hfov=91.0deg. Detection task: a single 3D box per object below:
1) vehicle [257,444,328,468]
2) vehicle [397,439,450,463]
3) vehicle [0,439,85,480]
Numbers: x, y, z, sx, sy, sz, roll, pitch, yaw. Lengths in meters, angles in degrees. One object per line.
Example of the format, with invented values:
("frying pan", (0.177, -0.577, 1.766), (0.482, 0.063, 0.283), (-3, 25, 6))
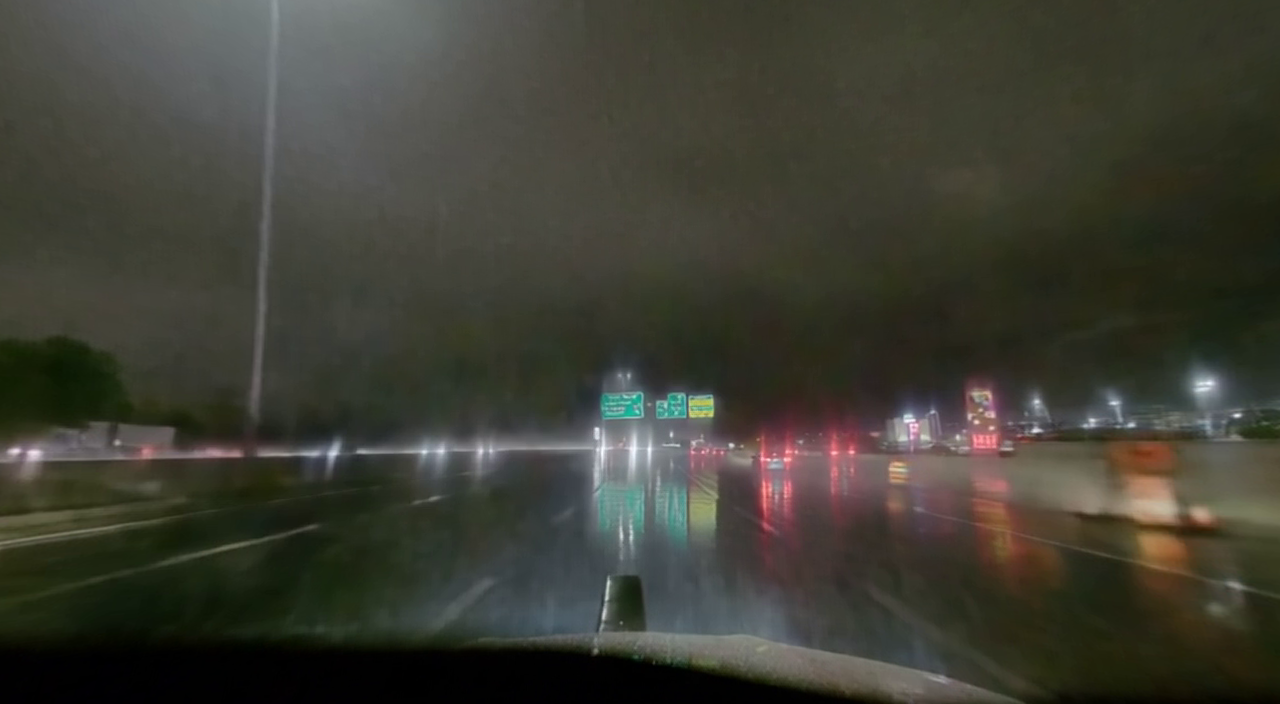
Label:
("vehicle", (-22.826, 6.846, 41.551), (1.907, 1.520, 4.645), (0, -9, 2))
("vehicle", (-15.653, 7.178, 45.790), (2.081, 1.656, 4.819), (0, -9, 1))
("vehicle", (-26.025, 4.399, 25.921), (2.007, 1.575, 4.701), (0, -9, 1))
